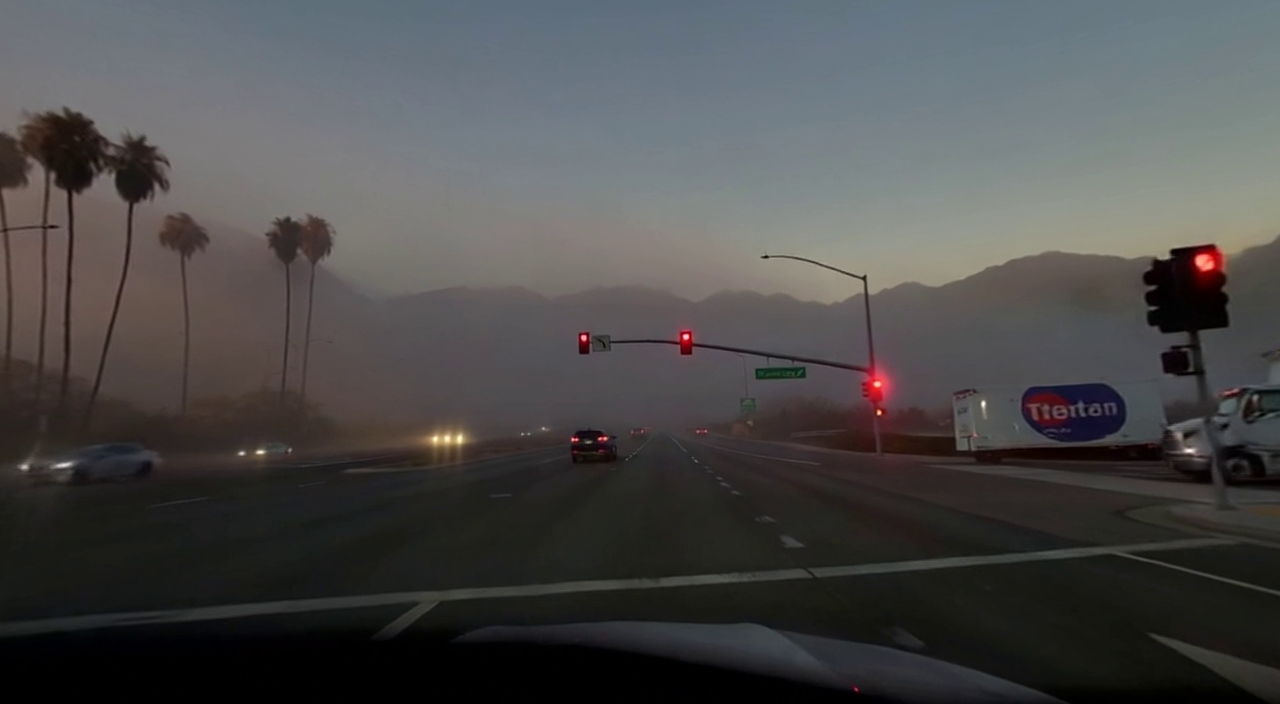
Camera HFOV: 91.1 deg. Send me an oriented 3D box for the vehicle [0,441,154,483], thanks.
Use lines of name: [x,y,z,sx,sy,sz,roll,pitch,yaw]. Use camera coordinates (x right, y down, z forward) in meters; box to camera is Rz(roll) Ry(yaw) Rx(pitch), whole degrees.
vehicle: [-23.196,4.521,26.111,2.060,1.537,4.524,-1,-9,4]

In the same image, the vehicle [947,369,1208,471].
vehicle: [15.861,2.658,23.562,7.088,3.414,3.237,-2,-9,14]

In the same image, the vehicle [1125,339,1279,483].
vehicle: [18.350,1.771,18.341,5.512,3.865,3.002,-1,-9,3]

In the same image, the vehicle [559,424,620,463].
vehicle: [-2.311,4.388,30.139,2.287,1.712,4.537,-1,-9,3]
